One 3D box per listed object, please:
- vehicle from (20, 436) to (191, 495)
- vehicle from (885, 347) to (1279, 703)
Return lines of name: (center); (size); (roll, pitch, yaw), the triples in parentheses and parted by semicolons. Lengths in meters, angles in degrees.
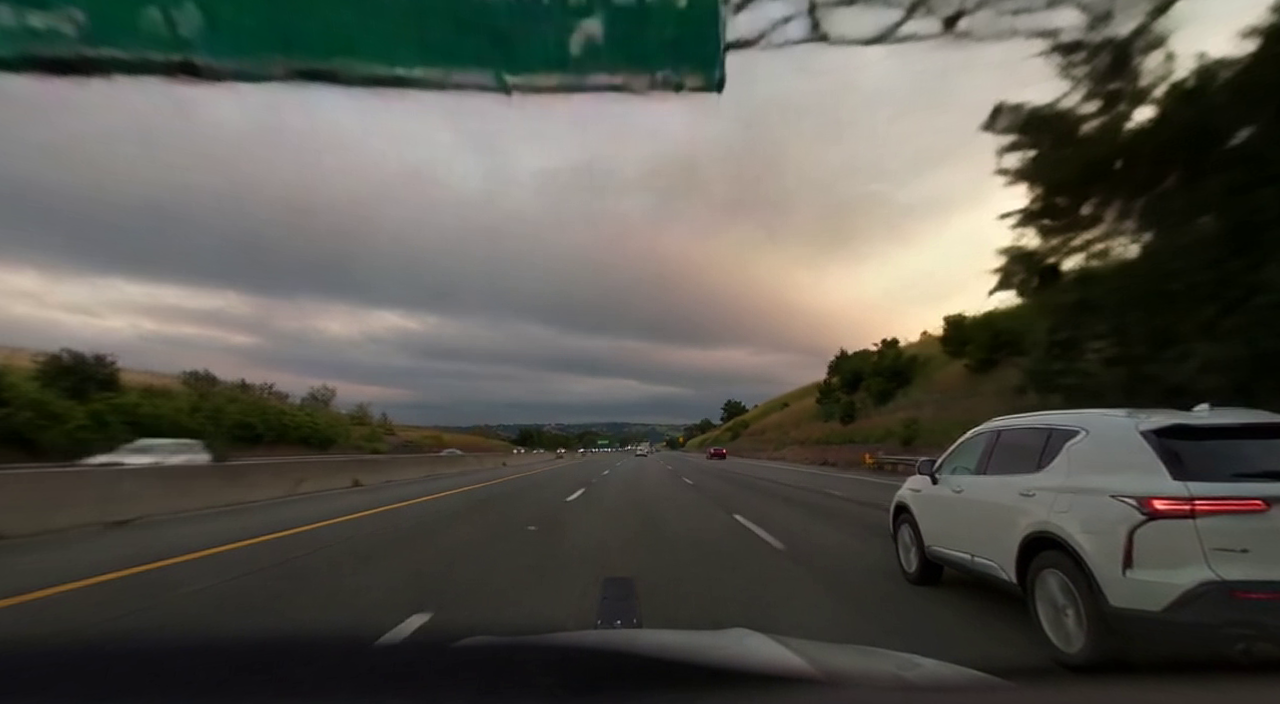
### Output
vehicle: (-18.453, 3.918, 21.975); (2.130, 1.819, 4.303); (0, -9, 0)
vehicle: (3.542, 1.149, 4.527); (1.784, 1.733, 4.141); (0, -9, -1)
